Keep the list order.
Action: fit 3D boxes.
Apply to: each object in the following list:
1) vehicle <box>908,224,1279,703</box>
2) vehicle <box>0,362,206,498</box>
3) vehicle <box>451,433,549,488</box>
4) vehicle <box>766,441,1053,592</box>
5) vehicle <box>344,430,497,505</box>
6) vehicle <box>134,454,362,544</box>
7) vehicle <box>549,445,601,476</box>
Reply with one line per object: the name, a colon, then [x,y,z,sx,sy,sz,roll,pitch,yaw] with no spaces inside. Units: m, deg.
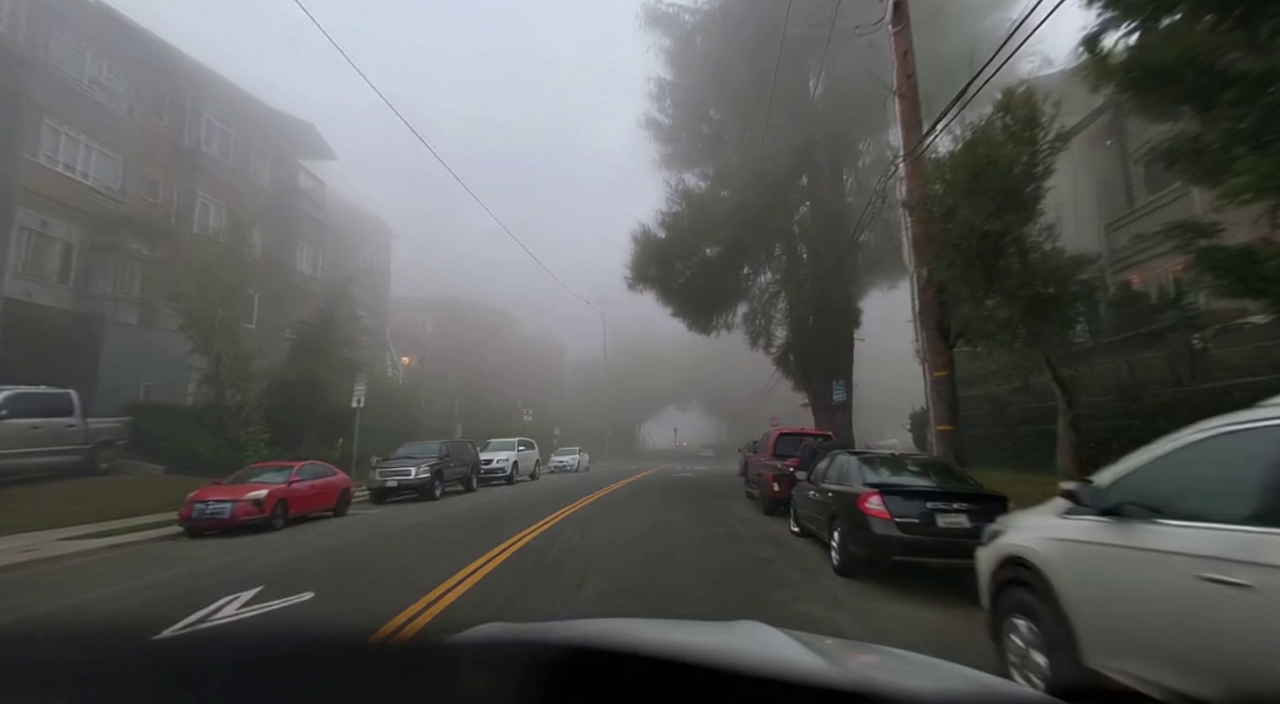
vehicle: [3.108,0.545,1.361,2.233,2.035,6.097,0,-9,-2]
vehicle: [-13.590,1.866,14.475,2.990,2.566,5.898,-3,-8,2]
vehicle: [-5.327,4.230,24.982,2.158,1.929,5.184,-1,-9,7]
vehicle: [3.069,1.939,8.419,1.875,1.441,4.445,0,-9,0]
vehicle: [-6.178,3.345,18.747,2.270,1.881,5.412,-1,-9,4]
vehicle: [-7.359,2.755,12.471,1.823,1.407,4.125,0,-9,1]
vehicle: [-3.640,6.183,36.297,1.922,1.505,4.502,-5,-9,7]
